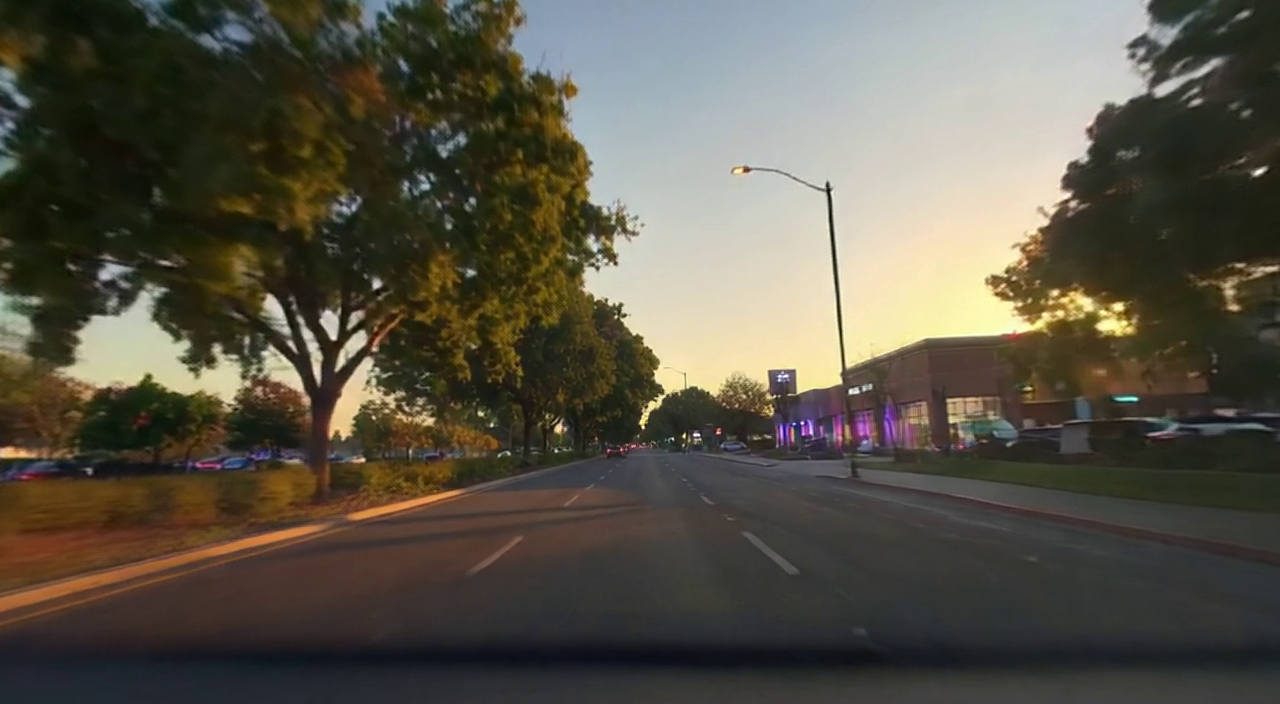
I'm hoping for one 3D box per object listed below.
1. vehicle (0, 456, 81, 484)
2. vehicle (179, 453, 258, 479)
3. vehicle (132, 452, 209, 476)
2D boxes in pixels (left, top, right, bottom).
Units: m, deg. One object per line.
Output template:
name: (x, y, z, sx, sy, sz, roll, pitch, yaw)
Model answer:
vehicle: (-35.711, 6.823, 36.490, 4.501, 1.458, 1.889, 4, -9, -26)
vehicle: (-26.179, 7.067, 39.365, 1.850, 1.477, 4.492, 0, -8, 0)
vehicle: (-35.986, 8.597, 48.456, 4.397, 1.689, 1.958, 4, -10, -29)
